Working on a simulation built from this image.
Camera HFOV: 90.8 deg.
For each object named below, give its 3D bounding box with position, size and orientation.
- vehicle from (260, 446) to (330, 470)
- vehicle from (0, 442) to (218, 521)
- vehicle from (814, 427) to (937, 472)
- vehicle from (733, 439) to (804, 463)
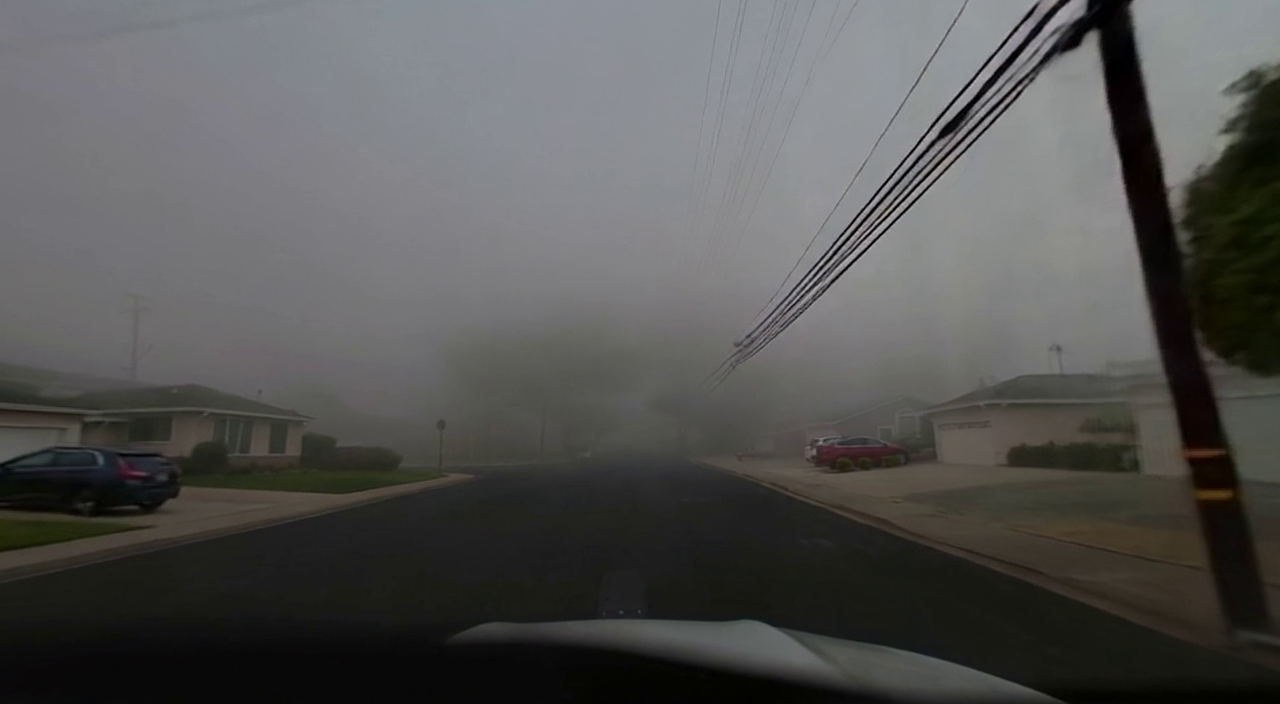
[{"bbox_3d":[-27.088,8.315,49.647,4.360,1.582,1.920,-2,-8,-2],"label":"vehicle"},{"bbox_3d":[-12.574,2.799,14.070,4.893,1.567,2.105,0,-8,4],"label":"vehicle"},{"bbox_3d":[10.409,4.340,28.298,4.686,1.786,2.019,-3,-8,6],"label":"vehicle"},{"bbox_3d":[9.599,7.385,47.419,4.846,1.577,2.146,-2,-8,0],"label":"vehicle"}]
